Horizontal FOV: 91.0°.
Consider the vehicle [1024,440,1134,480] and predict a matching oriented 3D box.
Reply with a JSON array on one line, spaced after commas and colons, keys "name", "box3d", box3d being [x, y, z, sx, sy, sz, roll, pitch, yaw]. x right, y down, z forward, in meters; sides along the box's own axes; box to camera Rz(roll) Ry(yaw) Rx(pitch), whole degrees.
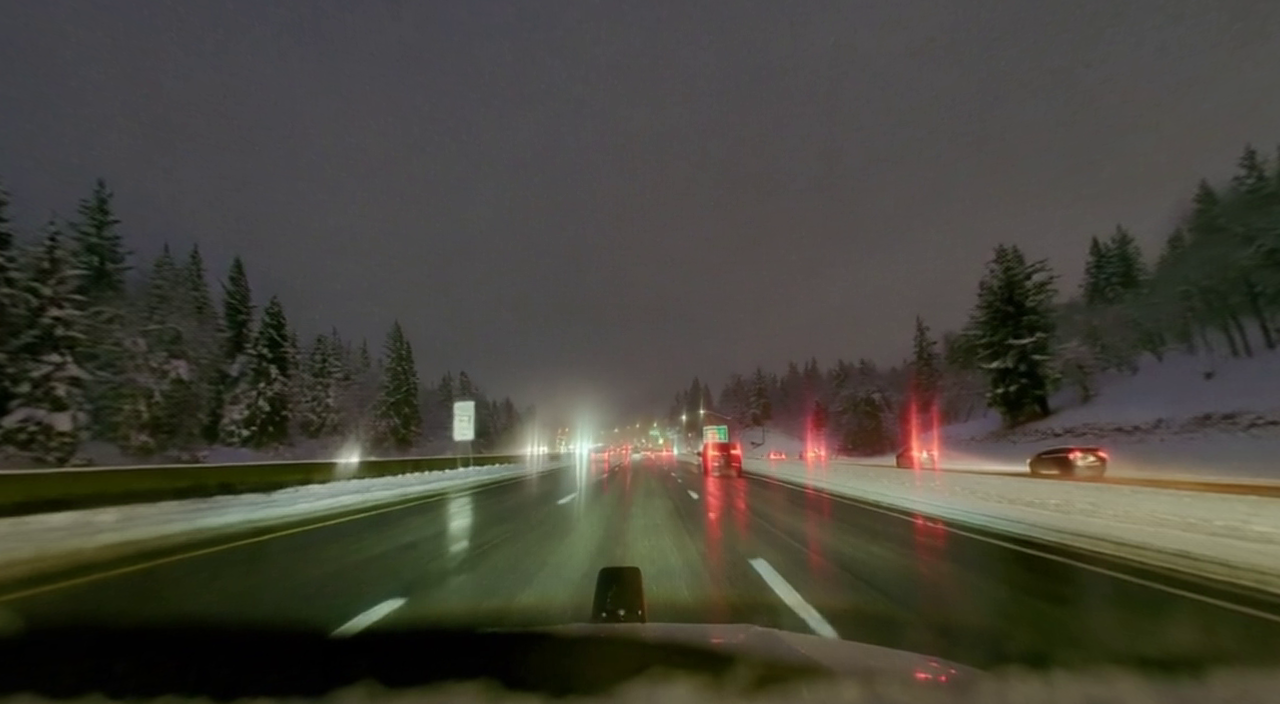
[{"name": "vehicle", "box3d": [21.082, 5.195, 30.526, 2.116, 1.754, 4.727, 0, -9, 3]}]

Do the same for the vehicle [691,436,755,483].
[{"name": "vehicle", "box3d": [3.401, 4.524, 26.812, 2.147, 1.794, 4.538, 0, -9, 0]}]
